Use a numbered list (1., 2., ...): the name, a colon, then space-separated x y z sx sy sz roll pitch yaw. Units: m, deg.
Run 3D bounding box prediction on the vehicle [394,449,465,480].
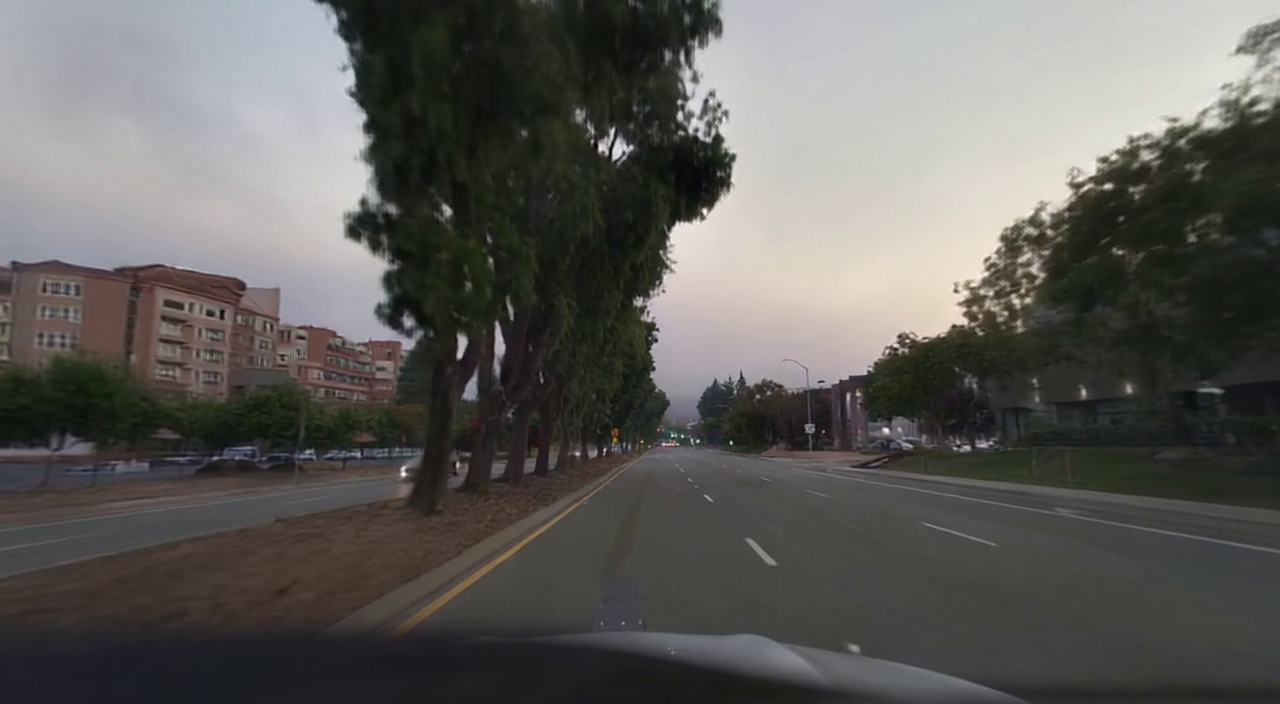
1. vehicle: -10.943 5.859 33.155 1.930 1.494 4.706 -1 -8 2
